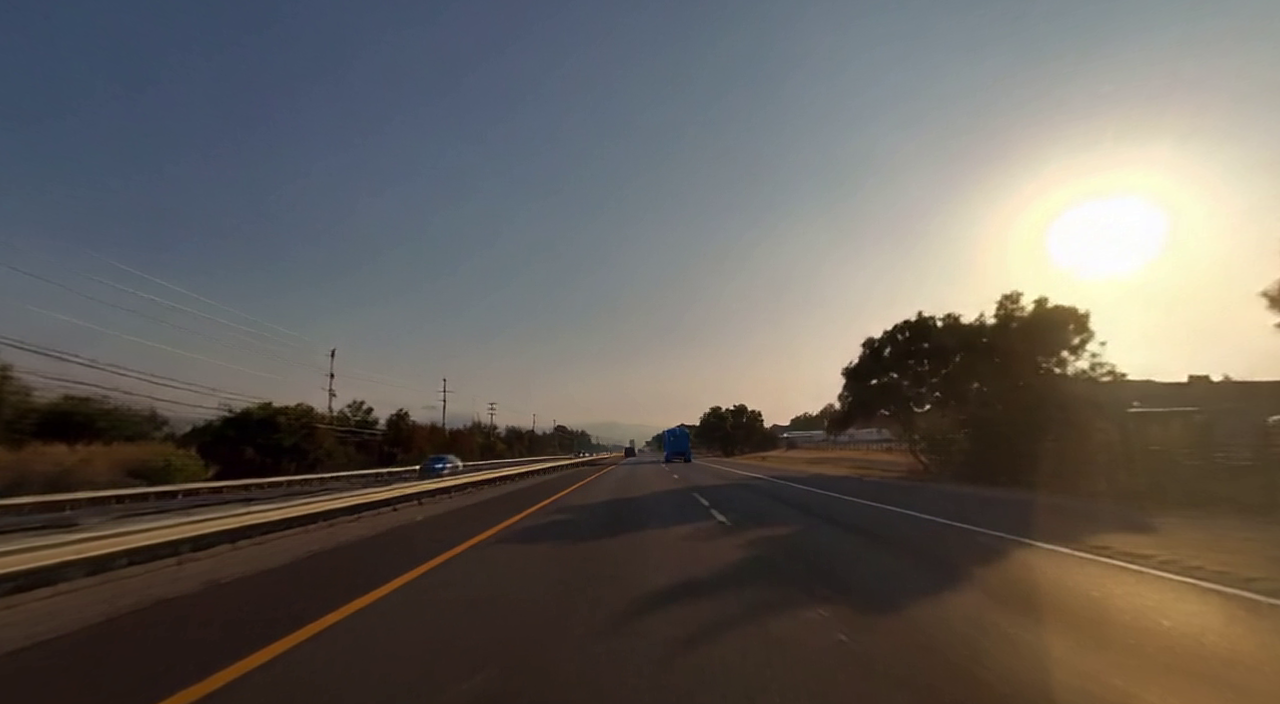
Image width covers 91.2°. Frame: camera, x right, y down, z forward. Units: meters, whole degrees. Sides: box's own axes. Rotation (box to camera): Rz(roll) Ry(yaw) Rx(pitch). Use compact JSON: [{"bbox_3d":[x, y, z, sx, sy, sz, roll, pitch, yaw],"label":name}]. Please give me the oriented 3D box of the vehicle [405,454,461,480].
[{"bbox_3d":[-13.233,7.339,40.390,1.880,1.514,4.697,-1,-9,1],"label":"vehicle"}]
